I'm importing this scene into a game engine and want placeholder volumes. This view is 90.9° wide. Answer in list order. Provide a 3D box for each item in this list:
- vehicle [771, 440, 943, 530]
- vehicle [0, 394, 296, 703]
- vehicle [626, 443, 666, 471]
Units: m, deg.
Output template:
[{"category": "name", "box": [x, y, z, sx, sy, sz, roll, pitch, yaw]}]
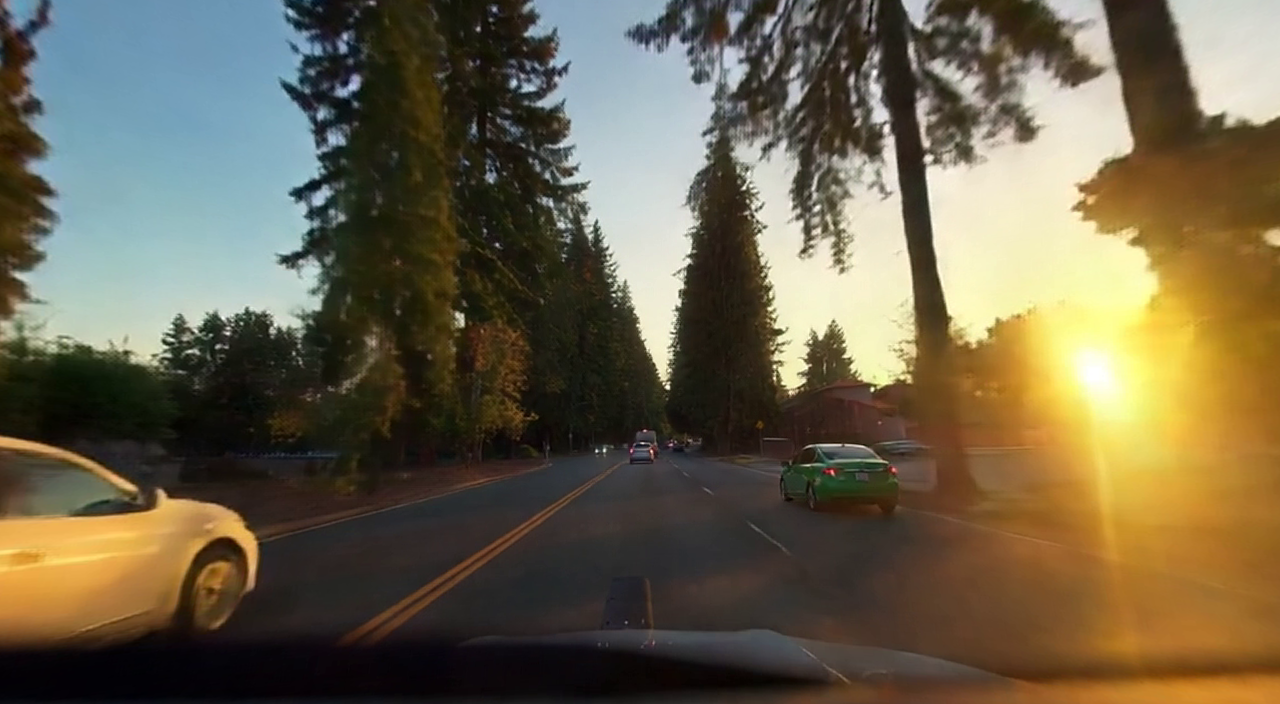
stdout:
[{"category": "vehicle", "box": [4.151, 2.577, 12.967, 1.943, 1.471, 4.515, -1, -8, 0]}, {"category": "vehicle", "box": [-3.738, 0.927, 2.320, 2.162, 1.546, 4.889, -1, -8, 0]}, {"category": "vehicle", "box": [0.391, 6.209, 37.612, 2.206, 1.525, 4.695, -1, -8, 1]}]
